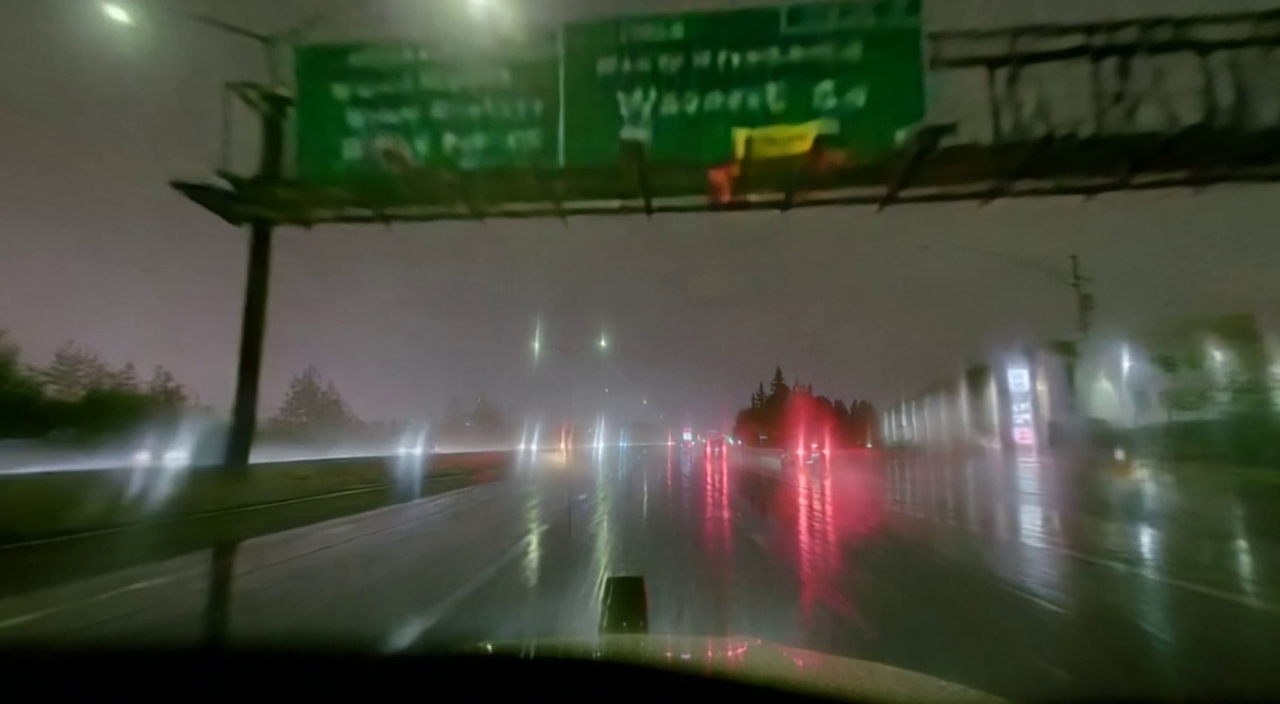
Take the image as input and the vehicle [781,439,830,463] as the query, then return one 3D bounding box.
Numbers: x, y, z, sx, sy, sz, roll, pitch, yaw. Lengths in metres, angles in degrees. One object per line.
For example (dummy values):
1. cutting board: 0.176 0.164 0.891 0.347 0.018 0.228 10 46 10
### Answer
1. vehicle: 10.845 6.500 41.589 2.000 1.514 4.585 0 -8 0
